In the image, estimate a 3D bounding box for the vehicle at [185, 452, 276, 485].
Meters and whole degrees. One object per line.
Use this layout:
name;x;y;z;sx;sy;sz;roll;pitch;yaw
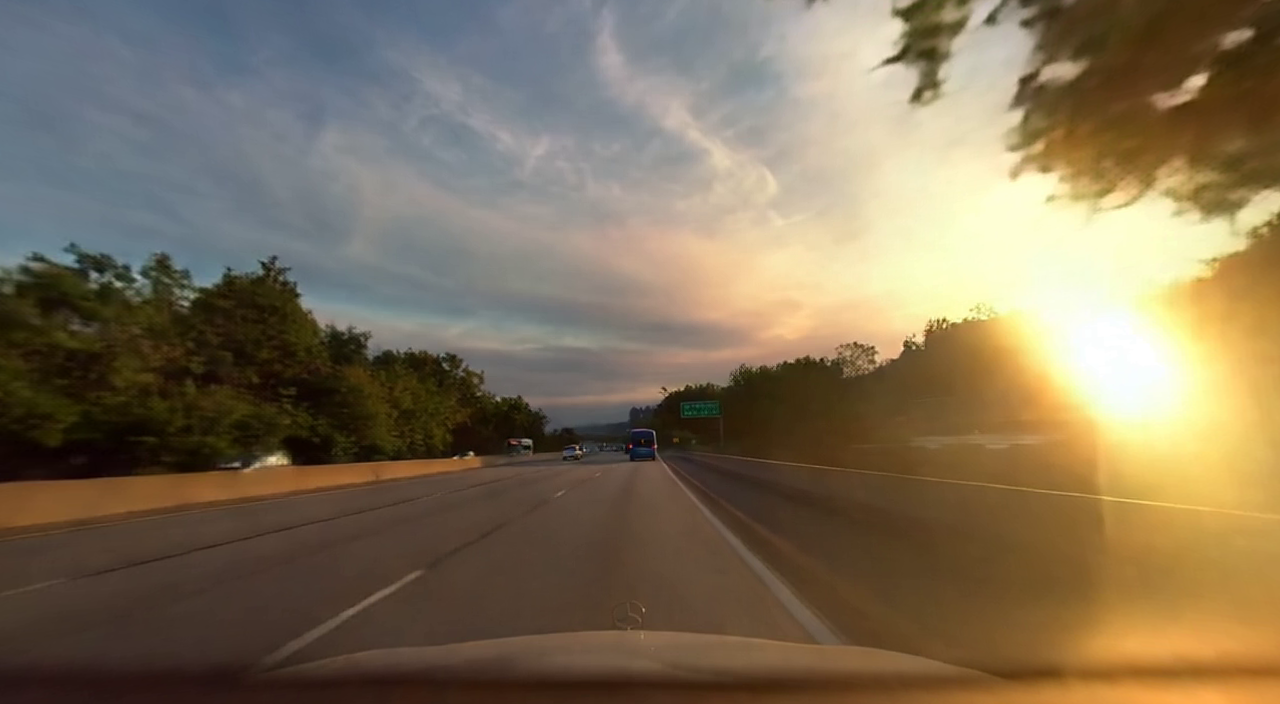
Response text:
vehicle;-21.584;6.141;33.466;1.870;1.558;4.388;0;-8;0
